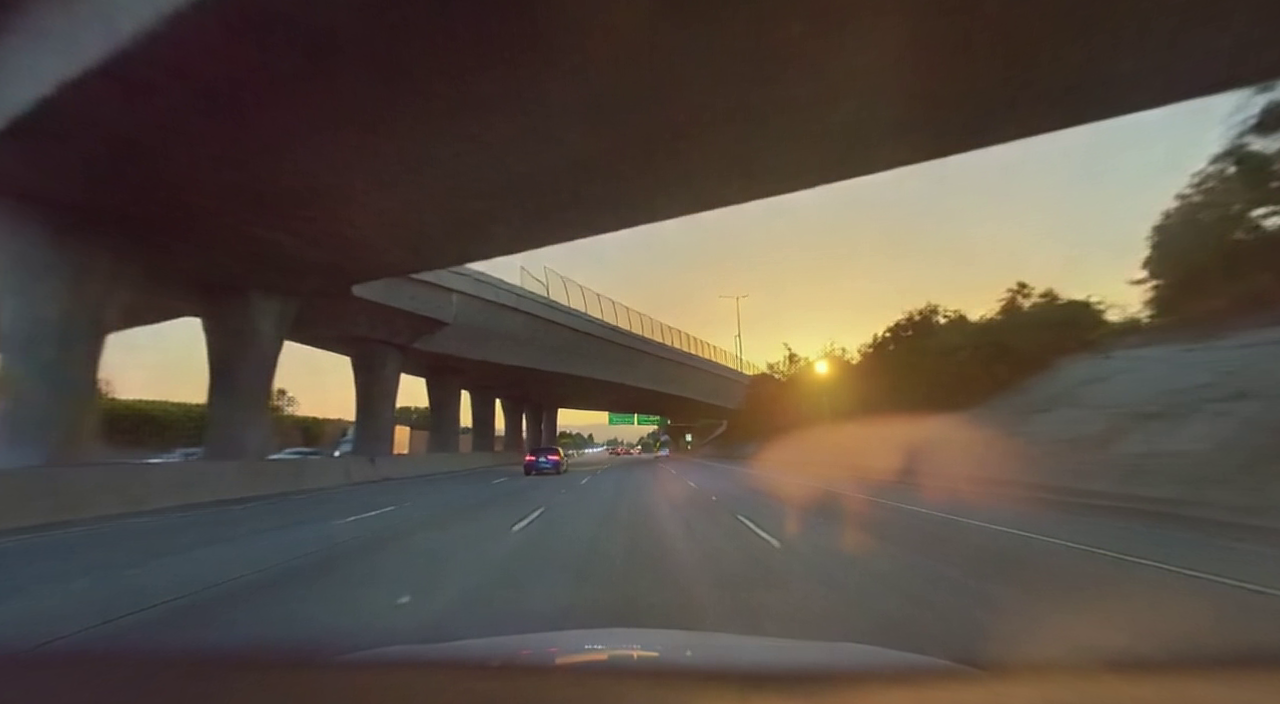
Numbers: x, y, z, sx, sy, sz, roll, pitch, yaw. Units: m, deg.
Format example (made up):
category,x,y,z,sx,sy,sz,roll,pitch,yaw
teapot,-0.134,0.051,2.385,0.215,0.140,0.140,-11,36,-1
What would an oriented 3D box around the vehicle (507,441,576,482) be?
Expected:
category,x,y,z,sx,sy,sz,roll,pitch,yaw
vehicle,-3.858,4.355,25.453,2.037,1.514,4.335,0,-9,0
